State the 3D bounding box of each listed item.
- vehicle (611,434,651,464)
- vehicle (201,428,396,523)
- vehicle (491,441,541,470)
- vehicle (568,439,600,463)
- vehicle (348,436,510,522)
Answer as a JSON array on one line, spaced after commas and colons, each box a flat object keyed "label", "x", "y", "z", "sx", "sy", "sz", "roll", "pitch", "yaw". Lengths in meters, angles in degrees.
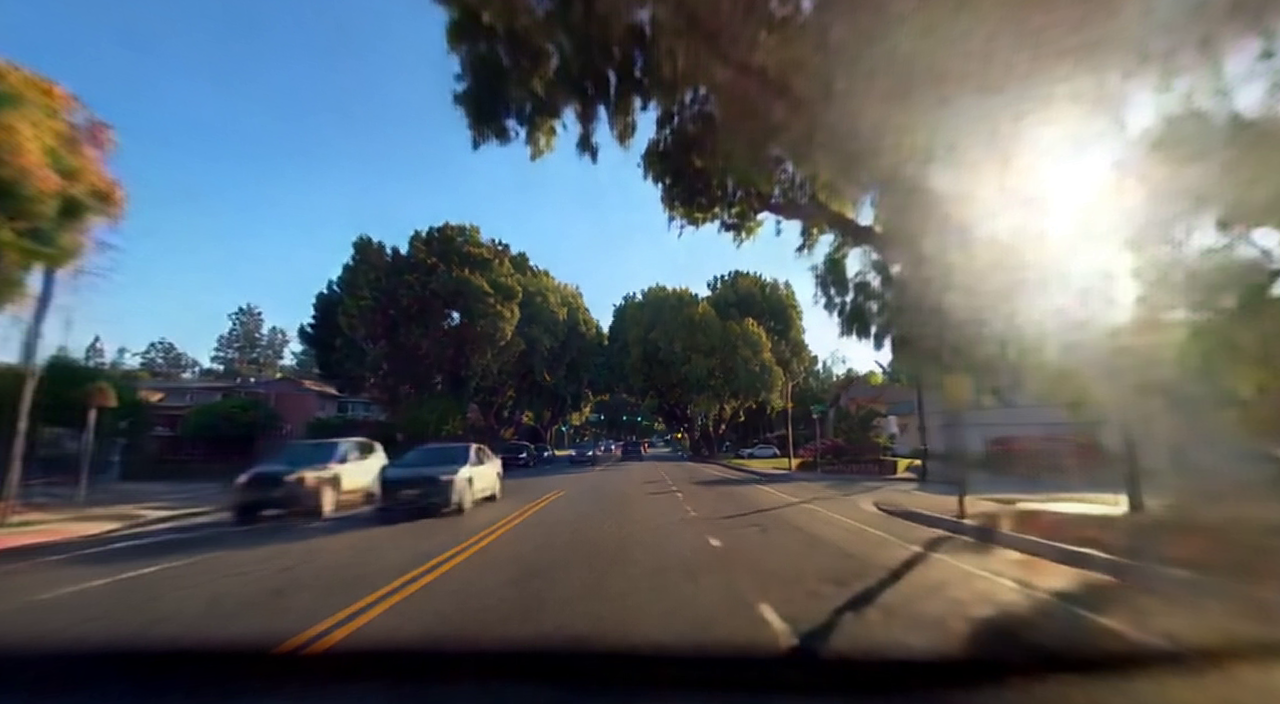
[{"label": "vehicle", "x": -0.564, "y": 6.634, "z": 43.296, "sx": 2.554, "sy": 1.902, "sz": 5.329, "roll": 0, "pitch": -9, "yaw": 1}, {"label": "vehicle", "x": -7.434, "y": 2.704, "z": 14.401, "sx": 2.044, "sy": 1.699, "sz": 4.400, "roll": -3, "pitch": -9, "yaw": -1}, {"label": "vehicle", "x": -7.403, "y": 6.225, "z": 38.266, "sx": 2.069, "sy": 1.654, "sz": 4.458, "roll": 0, "pitch": -9, "yaw": 1}, {"label": "vehicle", "x": -4.172, "y": 7.490, "z": 47.988, "sx": 1.955, "sy": 1.723, "sz": 4.287, "roll": 0, "pitch": -9, "yaw": 1}, {"label": "vehicle", "x": -4.279, "y": 2.622, "z": 13.579, "sx": 2.039, "sy": 1.460, "sz": 4.189, "roll": -3, "pitch": -9, "yaw": 0}]
